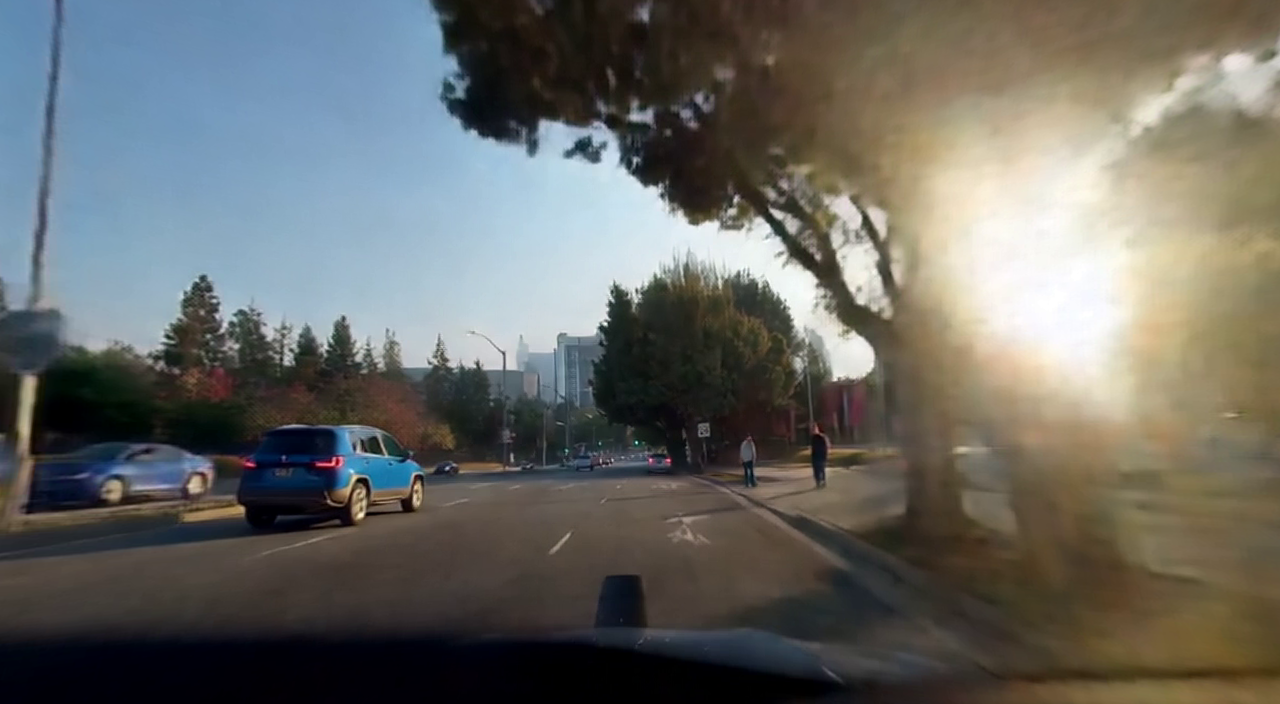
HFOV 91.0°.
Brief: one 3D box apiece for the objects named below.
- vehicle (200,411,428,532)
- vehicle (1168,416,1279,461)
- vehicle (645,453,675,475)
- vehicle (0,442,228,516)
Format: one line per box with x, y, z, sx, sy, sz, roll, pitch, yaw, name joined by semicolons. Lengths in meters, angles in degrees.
-5.914;2.219;12.199;2.027;1.908;4.273;0;-8;1;vehicle
22.921;3.308;23.890;2.001;1.558;4.803;-1;-8;6;vehicle
1.424;8.063;45.582;2.091;1.494;3.962;0;-8;0;vehicle
-12.516;2.966;15.349;2.074;1.514;4.545;1;-8;-4;vehicle
